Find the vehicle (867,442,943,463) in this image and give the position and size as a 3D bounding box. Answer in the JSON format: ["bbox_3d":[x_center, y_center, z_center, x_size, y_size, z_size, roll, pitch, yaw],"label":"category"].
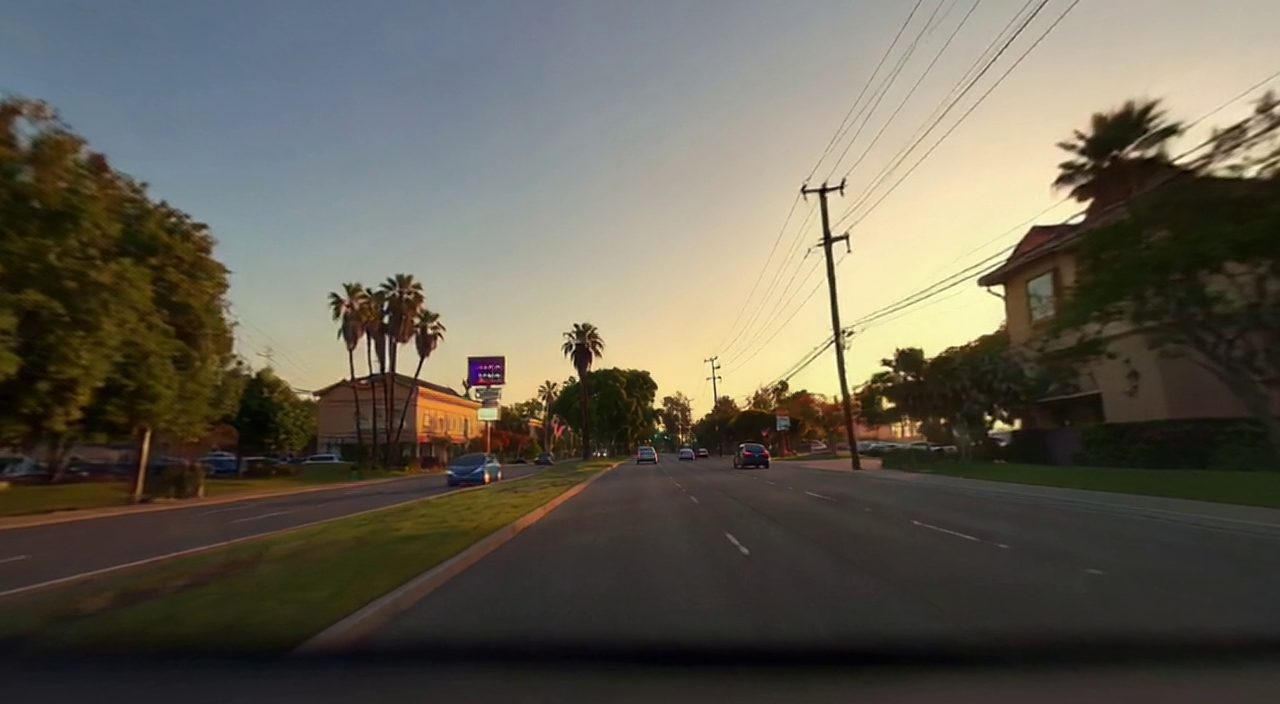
[{"bbox_3d":[19.845,7.519,47.224,4.768,1.512,1.986,0,-9,1],"label":"vehicle"}]

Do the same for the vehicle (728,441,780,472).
[{"bbox_3d":[6.782,6.267,37.990,2.252,1.718,4.617,0,-9,0],"label":"vehicle"}]

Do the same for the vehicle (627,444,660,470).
[{"bbox_3d":[0.241,7.161,43.089,2.138,1.702,4.168,0,-9,1],"label":"vehicle"}]

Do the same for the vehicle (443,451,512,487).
[{"bbox_3d":[-7.712,5.574,30.357,1.959,1.535,4.707,-1,-9,1],"label":"vehicle"}]
